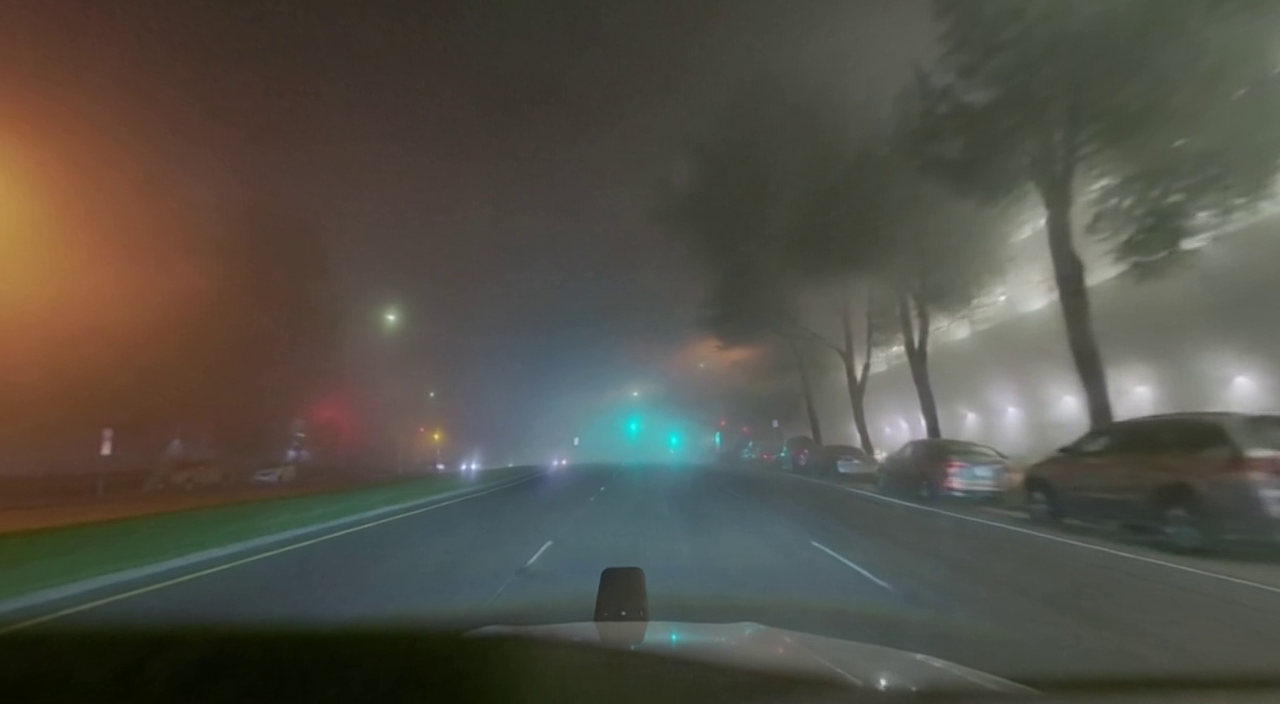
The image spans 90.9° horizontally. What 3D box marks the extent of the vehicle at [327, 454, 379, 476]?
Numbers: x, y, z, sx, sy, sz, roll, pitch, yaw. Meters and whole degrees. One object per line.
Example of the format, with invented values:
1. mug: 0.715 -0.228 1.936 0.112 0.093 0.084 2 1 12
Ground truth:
1. vehicle: -21.715 8.530 47.893 1.922 1.545 4.178 -1 -8 1

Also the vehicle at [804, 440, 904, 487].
1. vehicle: 7.380 3.873 22.288 1.850 1.448 4.844 0 -8 0

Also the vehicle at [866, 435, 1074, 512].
1. vehicle: 7.344 2.755 14.847 2.196 1.471 4.999 0 -8 0

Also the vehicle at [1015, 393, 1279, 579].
1. vehicle: 7.352 1.630 8.317 1.908 1.833 4.711 0 -8 1

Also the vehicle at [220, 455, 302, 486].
1. vehicle: -21.907 6.850 36.705 1.909 1.495 4.786 -3 -8 -1

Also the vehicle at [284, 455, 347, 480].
1. vehicle: -21.753 7.736 42.500 1.821 1.496 4.724 -2 -8 -1

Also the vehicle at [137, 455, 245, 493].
1. vehicle: -22.014 5.957 31.194 1.968 1.615 4.591 0 -8 0
